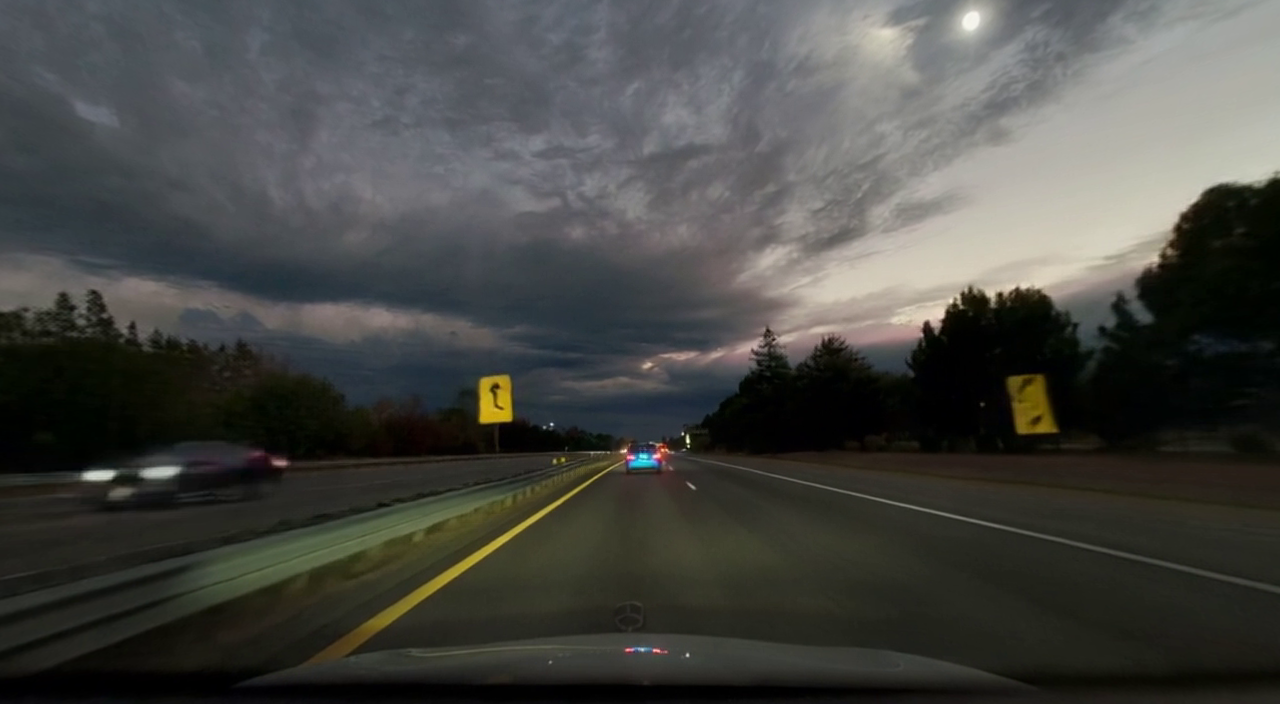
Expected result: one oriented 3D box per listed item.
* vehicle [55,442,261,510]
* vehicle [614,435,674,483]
[{"bbox_3d":[-12.124,3.129,16.331,1.847,1.486,4.383,0,-9,0],"label":"vehicle"},{"bbox_3d":[0.157,4.197,24.936,2.190,1.706,4.062,0,-9,0],"label":"vehicle"}]
